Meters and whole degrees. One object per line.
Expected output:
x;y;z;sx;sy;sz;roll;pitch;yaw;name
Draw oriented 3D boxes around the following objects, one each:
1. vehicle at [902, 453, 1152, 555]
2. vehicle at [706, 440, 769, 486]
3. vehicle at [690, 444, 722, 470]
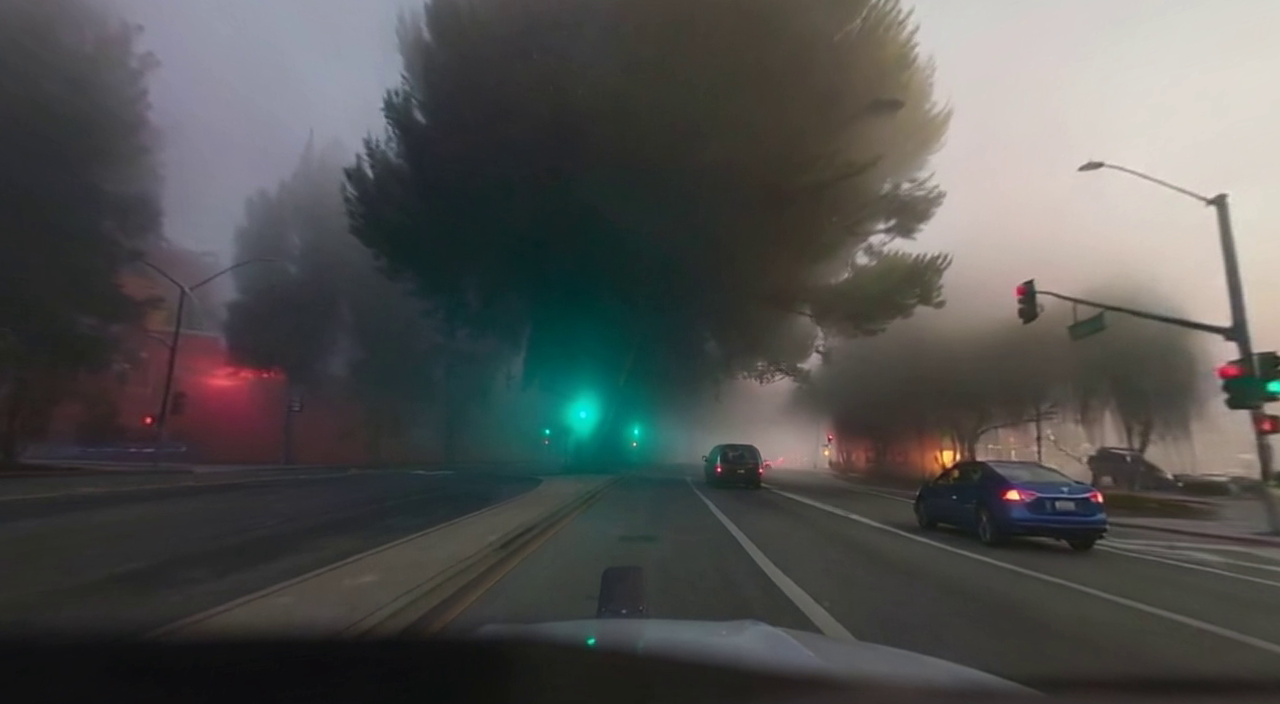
6.975;2.737;12.121;1.899;1.496;4.559;0;-8;0;vehicle
4.241;4.887;28.136;2.154;1.844;4.634;0;-8;1;vehicle
4.964;7.950;47.963;2.102;1.859;4.349;0;-9;1;vehicle
